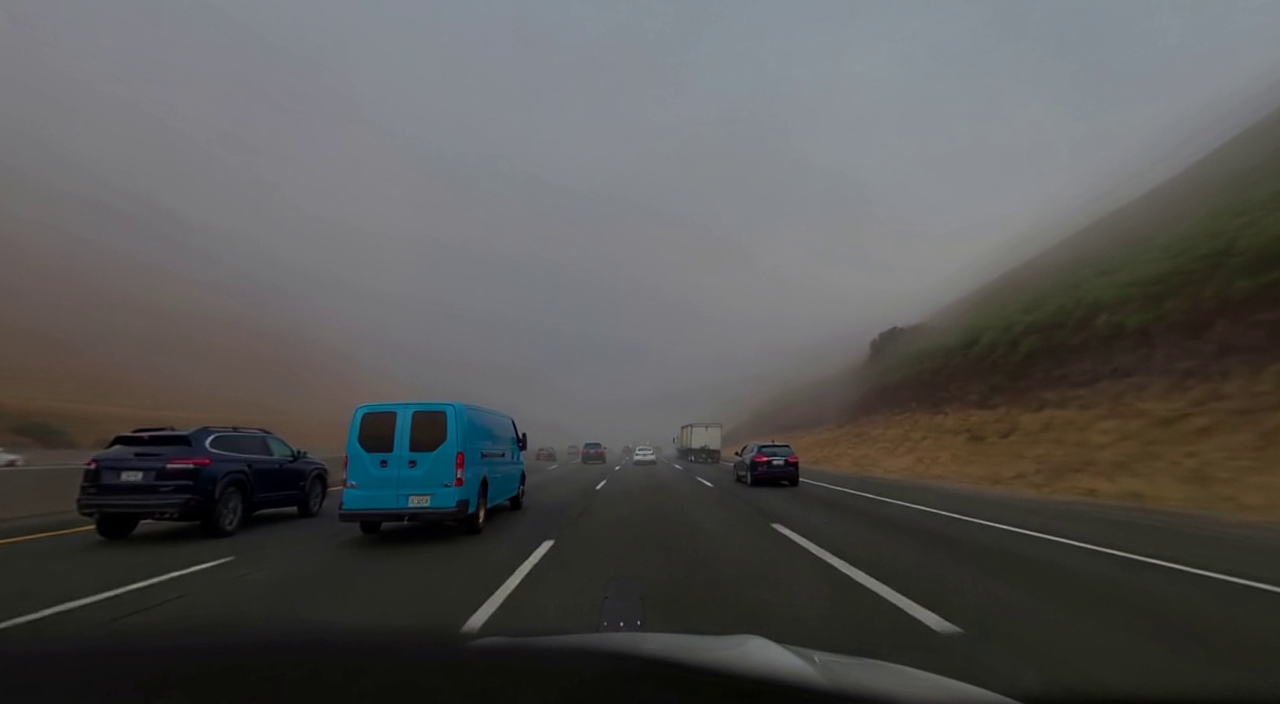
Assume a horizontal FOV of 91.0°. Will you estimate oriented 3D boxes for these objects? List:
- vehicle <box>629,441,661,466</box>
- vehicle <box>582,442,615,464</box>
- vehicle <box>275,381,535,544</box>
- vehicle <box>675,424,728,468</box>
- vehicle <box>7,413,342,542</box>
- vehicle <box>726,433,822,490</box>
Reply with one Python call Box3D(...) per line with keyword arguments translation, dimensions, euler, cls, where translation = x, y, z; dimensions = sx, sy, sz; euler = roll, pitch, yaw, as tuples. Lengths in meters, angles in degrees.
Box3D(translation=(0.309, 6.659, 41.232), dimensions=(2.014, 1.543, 3.804), euler=(0, -9, 0), cls="vehicle")
Box3D(translation=(-3.094, 7.669, 47.952), dimensions=(2.138, 1.581, 4.340), euler=(0, -9, 1), cls="vehicle")
Box3D(translation=(-3.669, 1.937, 11.492), dimensions=(2.421, 2.203, 5.775), euler=(0, -9, 1), cls="vehicle")
Box3D(translation=(4.085, 6.471, 43.314), dimensions=(2.877, 2.730, 7.831), euler=(0, -9, 0), cls="vehicle")
Box3D(translation=(-7.447, 2.068, 10.992), dimensions=(2.054, 1.715, 4.928), euler=(0, -9, 0), cls="vehicle")
Box3D(translation=(4.072, 3.416, 19.867), dimensions=(2.051, 1.598, 4.145), euler=(0, -9, -1), cls="vehicle")
